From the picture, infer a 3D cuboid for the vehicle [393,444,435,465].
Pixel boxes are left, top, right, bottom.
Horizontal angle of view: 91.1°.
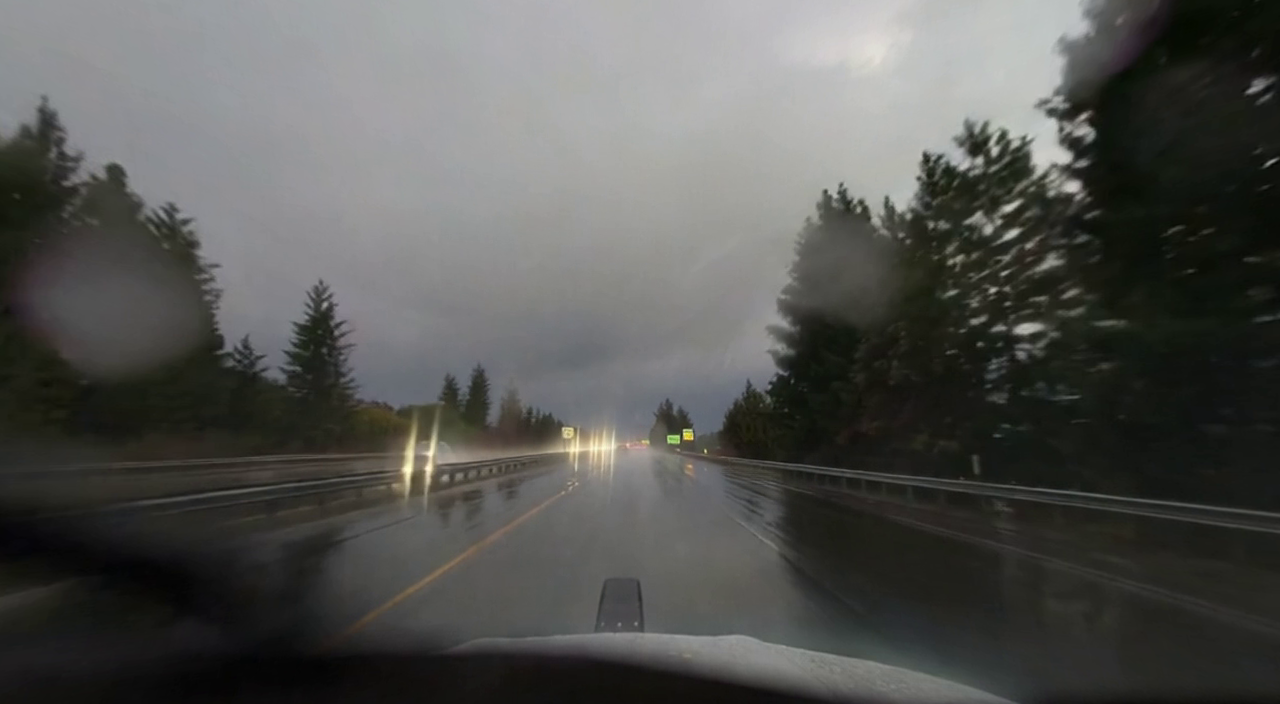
[{"bbox_3d":[-16.250,7.384,45.408,1.683,1.425,3.579,0,-9,0],"label":"vehicle"}]
